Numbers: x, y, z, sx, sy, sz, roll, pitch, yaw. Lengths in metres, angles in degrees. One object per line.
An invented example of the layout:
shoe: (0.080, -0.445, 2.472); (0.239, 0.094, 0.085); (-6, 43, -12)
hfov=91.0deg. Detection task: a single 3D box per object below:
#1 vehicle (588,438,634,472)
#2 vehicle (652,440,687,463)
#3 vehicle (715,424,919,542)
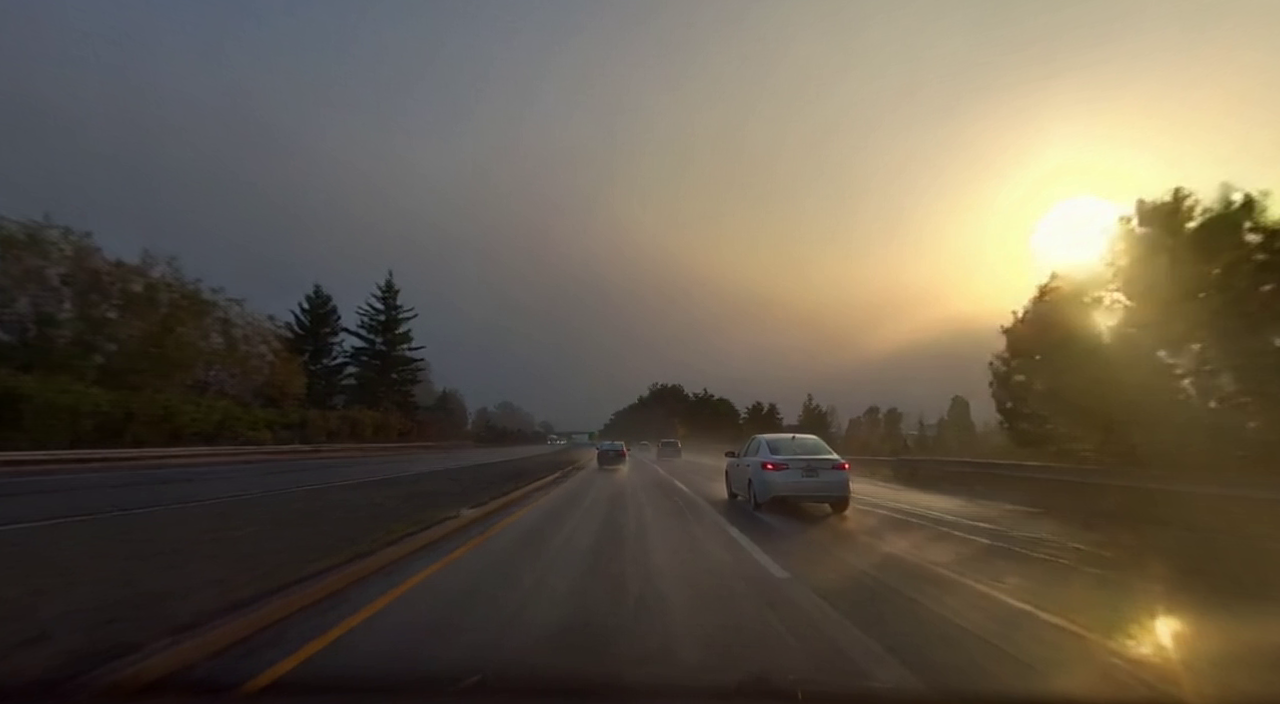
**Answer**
vehicle: (-1.468, 5.154, 31.716); (2.178, 1.559, 4.254); (0, -8, -3)
vehicle: (2.010, 6.974, 44.211); (2.146, 1.546, 3.796); (0, -8, -1)
vehicle: (2.710, 2.137, 11.101); (2.055, 1.566, 5.046); (0, -8, -1)
